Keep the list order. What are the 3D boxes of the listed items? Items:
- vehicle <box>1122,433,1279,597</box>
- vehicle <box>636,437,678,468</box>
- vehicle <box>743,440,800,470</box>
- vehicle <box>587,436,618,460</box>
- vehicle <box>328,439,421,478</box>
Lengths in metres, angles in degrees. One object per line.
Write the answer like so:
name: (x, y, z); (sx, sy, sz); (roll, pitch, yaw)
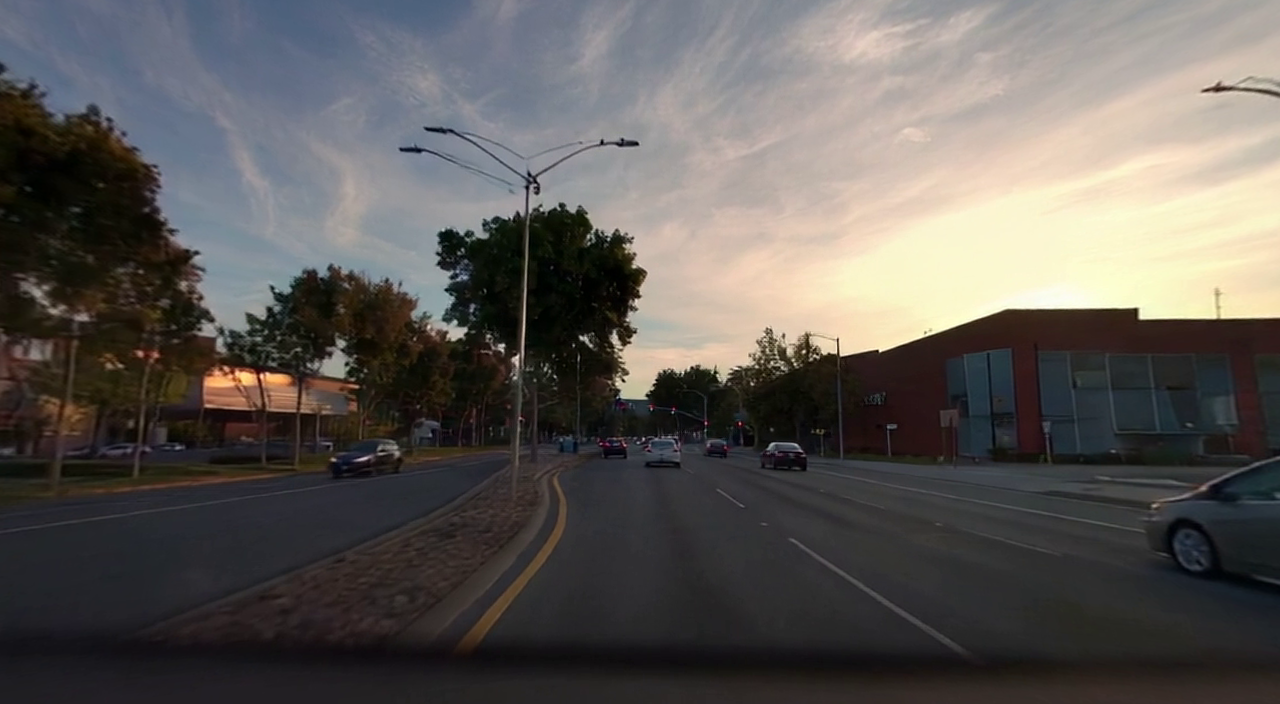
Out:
vehicle: (6.847, 1.395, 5.112); (1.975, 1.488, 4.798); (0, -8, -1)
vehicle: (0.817, 5.293, 33.240); (1.971, 1.479, 4.493); (0, -8, -1)
vehicle: (6.910, 5.442, 33.466); (1.918, 1.484, 4.456); (0, -8, -2)
vehicle: (-2.624, 6.767, 44.150); (2.074, 1.575, 4.326); (0, -8, -4)
vehicle: (-11.124, 4.478, 26.679); (1.984, 1.472, 4.487); (0, -8, 0)
